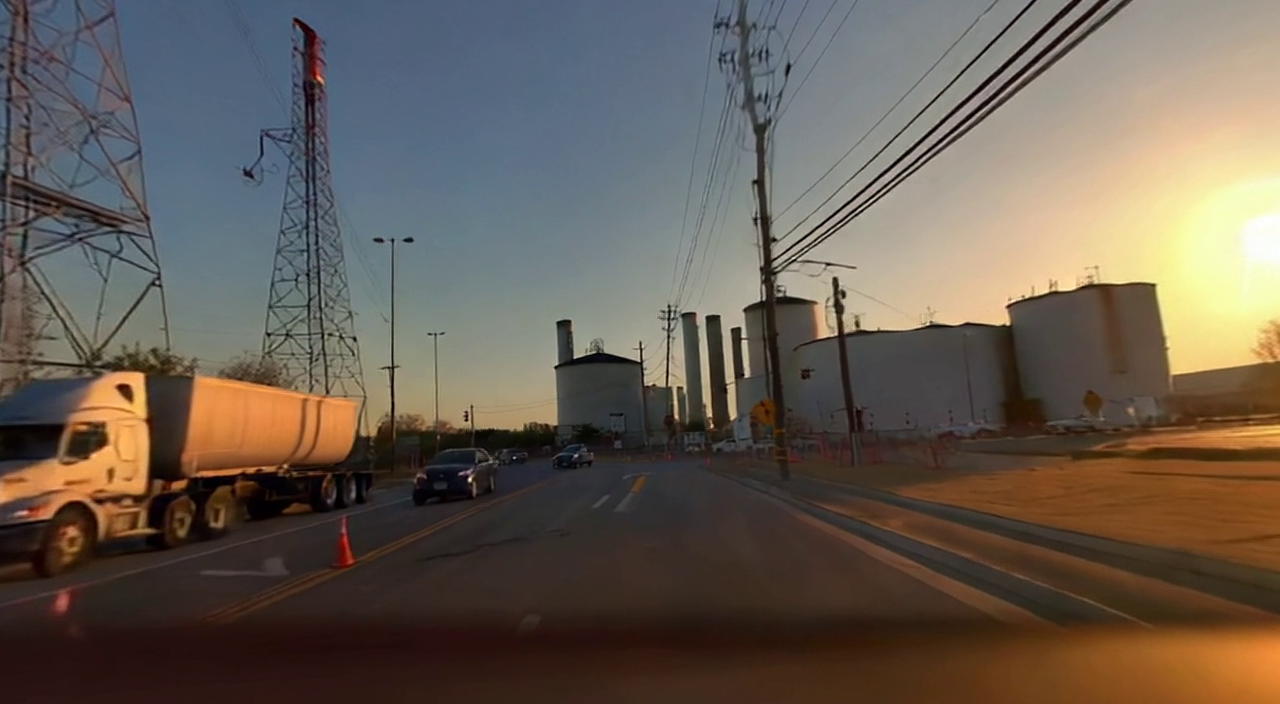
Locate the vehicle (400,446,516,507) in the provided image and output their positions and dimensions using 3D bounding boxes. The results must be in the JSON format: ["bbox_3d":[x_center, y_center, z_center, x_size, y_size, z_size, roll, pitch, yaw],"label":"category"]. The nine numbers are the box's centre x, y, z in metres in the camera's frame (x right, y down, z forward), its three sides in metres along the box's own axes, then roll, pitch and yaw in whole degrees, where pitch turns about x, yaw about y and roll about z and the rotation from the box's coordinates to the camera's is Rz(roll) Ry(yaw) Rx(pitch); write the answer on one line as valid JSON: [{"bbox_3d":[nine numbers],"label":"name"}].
[{"bbox_3d":[-5.045,3.490,18.248,2.117,1.484,4.544,-1,-9,-2],"label":"vehicle"}]

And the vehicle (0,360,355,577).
[{"bbox_3d":[-8.987,2.274,13.175,2.905,3.133,7.675,-1,-9,-4],"label":"vehicle"}]

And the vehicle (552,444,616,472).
[{"bbox_3d":[-3.436,6.607,39.664,1.944,1.645,4.701,-5,-10,24],"label":"vehicle"}]

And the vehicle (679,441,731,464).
[{"bbox_3d":[4.443,6.756,42.690,2.053,1.477,4.218,-6,-10,27],"label":"vehicle"}]
